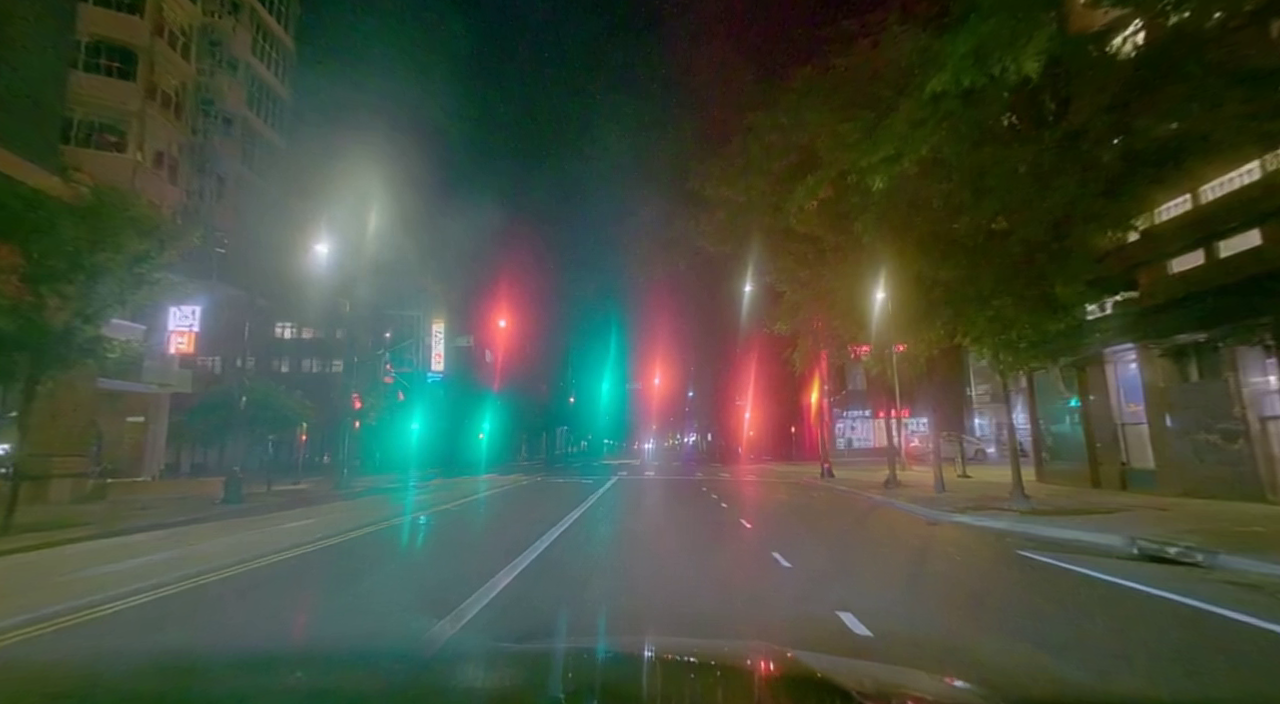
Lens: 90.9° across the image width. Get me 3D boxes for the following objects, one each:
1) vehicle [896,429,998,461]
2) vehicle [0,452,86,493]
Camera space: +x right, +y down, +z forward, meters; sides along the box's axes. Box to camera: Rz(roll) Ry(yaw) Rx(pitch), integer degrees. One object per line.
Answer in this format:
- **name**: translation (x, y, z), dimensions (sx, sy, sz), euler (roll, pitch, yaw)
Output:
- **vehicle**: translation (17.639, 5.370, 36.420), dimensions (4.836, 1.795, 1.957), euler (0, -8, 1)
- **vehicle**: translation (-31.586, 6.098, 32.057), dimensions (4.674, 1.959, 2.265), euler (-1, -8, 2)
